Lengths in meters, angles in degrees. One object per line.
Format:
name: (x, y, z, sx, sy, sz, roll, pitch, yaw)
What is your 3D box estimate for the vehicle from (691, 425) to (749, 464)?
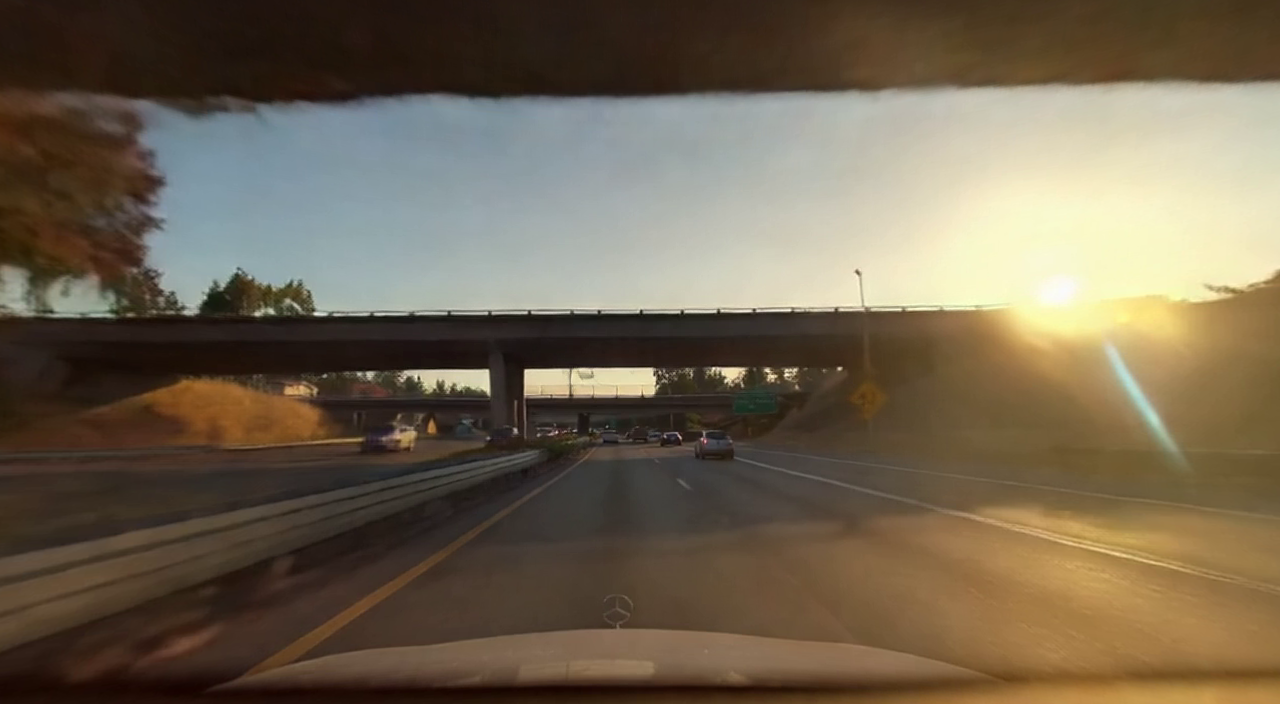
vehicle: (3.506, 4.127, 28.330, 1.938, 1.578, 3.764, 0, -8, -3)

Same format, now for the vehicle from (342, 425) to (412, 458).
vehicle: (-13.732, 4.685, 33.214, 1.926, 1.616, 4.230, 0, -8, -1)

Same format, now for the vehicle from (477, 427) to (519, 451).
vehicle: (-9.587, 5.918, 42.986, 1.961, 1.545, 4.290, 0, -8, -2)
